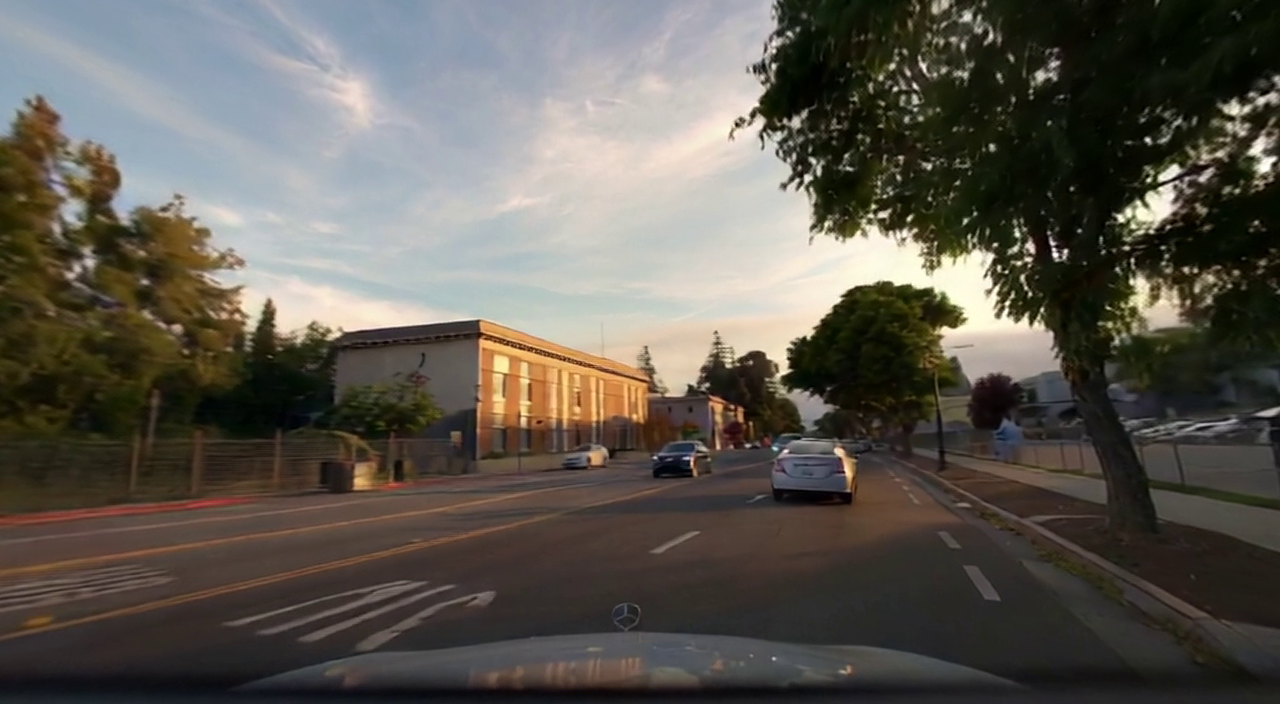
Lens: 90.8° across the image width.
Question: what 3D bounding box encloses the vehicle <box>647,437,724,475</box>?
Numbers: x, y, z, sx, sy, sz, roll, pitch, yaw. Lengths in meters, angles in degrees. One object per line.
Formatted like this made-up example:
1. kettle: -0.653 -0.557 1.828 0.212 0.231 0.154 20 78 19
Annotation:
1. vehicle: 2.105 4.512 27.860 2.170 1.465 4.648 -3 -8 20

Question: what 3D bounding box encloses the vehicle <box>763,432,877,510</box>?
1. vehicle: 4.226 2.594 14.538 2.116 1.479 4.358 -3 -8 19

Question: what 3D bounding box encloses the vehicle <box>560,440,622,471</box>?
1. vehicle: -2.794 6.013 37.083 1.982 1.445 4.458 -8 -9 17
